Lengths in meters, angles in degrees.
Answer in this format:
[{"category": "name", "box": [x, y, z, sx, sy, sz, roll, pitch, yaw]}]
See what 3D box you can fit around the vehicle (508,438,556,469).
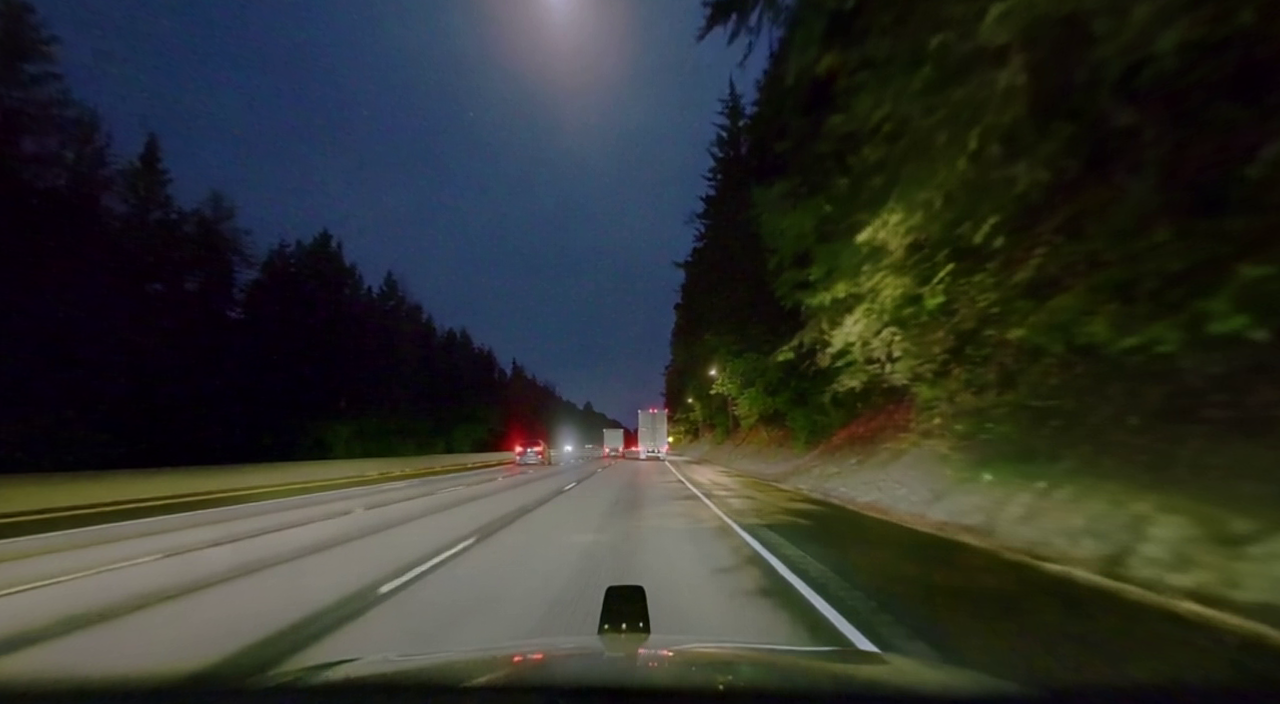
[{"category": "vehicle", "box": [-6.877, 6.521, 40.773, 2.149, 1.884, 4.627, 0, -8, 1]}]
